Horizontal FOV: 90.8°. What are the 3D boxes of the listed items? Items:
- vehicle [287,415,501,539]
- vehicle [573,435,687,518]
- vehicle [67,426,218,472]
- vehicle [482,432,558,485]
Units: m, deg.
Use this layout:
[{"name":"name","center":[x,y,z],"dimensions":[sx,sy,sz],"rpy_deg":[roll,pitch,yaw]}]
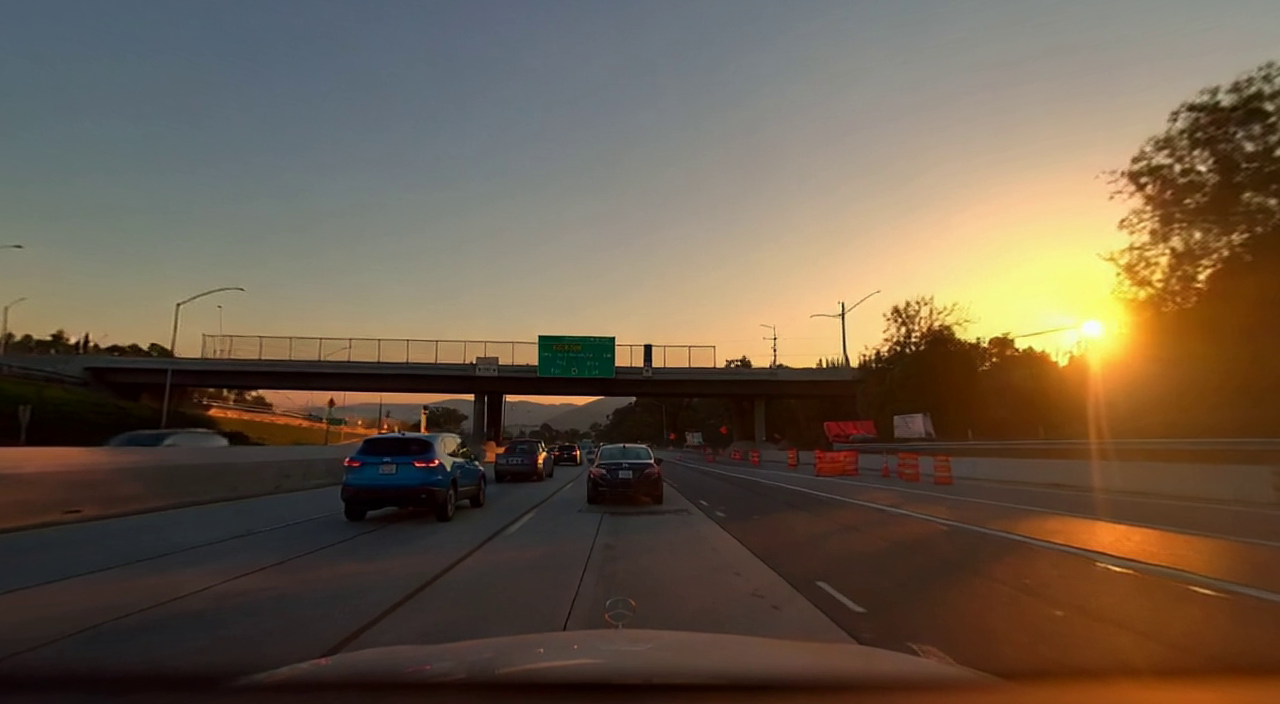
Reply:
[{"name":"vehicle","center":[-3.885,2.056,10.922],"dimensions":[2.025,1.708,4.089],"rpy_deg":[0,-9,0]},{"name":"vehicle","center":[-0.247,2.562,13.542],"dimensions":[2.069,1.484,3.982],"rpy_deg":[0,-9,-2]},{"name":"vehicle","center":[-17.784,3.511,22.936],"dimensions":[1.869,1.516,4.480],"rpy_deg":[0,-9,-1]},{"name":"vehicle","center":[-4.186,3.781,22.665],"dimensions":[1.982,1.727,4.057],"rpy_deg":[0,-9,-1]}]
